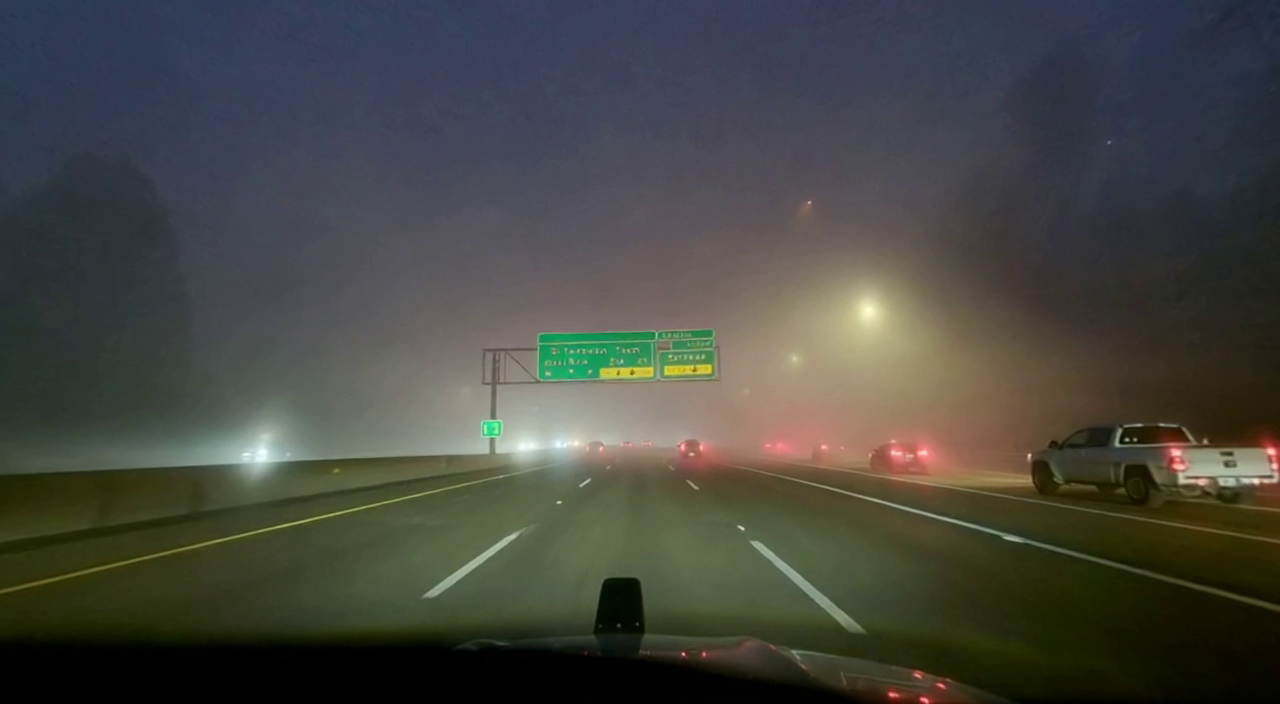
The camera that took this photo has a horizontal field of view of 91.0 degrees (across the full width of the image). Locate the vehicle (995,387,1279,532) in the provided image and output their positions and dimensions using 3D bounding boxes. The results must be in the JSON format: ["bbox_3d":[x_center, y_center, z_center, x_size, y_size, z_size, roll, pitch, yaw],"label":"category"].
[{"bbox_3d":[10.073,2.075,12.599,2.442,2.140,6.462,0,-9,3],"label":"vehicle"}]

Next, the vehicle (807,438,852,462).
[{"bbox_3d":[14.082,7.331,47.043,2.020,1.707,4.424,0,-9,1],"label":"vehicle"}]

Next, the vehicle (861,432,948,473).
[{"bbox_3d":[12.342,4.761,29.820,2.116,1.754,4.727,0,-9,1],"label":"vehicle"}]

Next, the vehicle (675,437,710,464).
[{"bbox_3d":[3.697,7.062,45.266,2.147,1.794,4.538,0,-9,0],"label":"vehicle"}]
